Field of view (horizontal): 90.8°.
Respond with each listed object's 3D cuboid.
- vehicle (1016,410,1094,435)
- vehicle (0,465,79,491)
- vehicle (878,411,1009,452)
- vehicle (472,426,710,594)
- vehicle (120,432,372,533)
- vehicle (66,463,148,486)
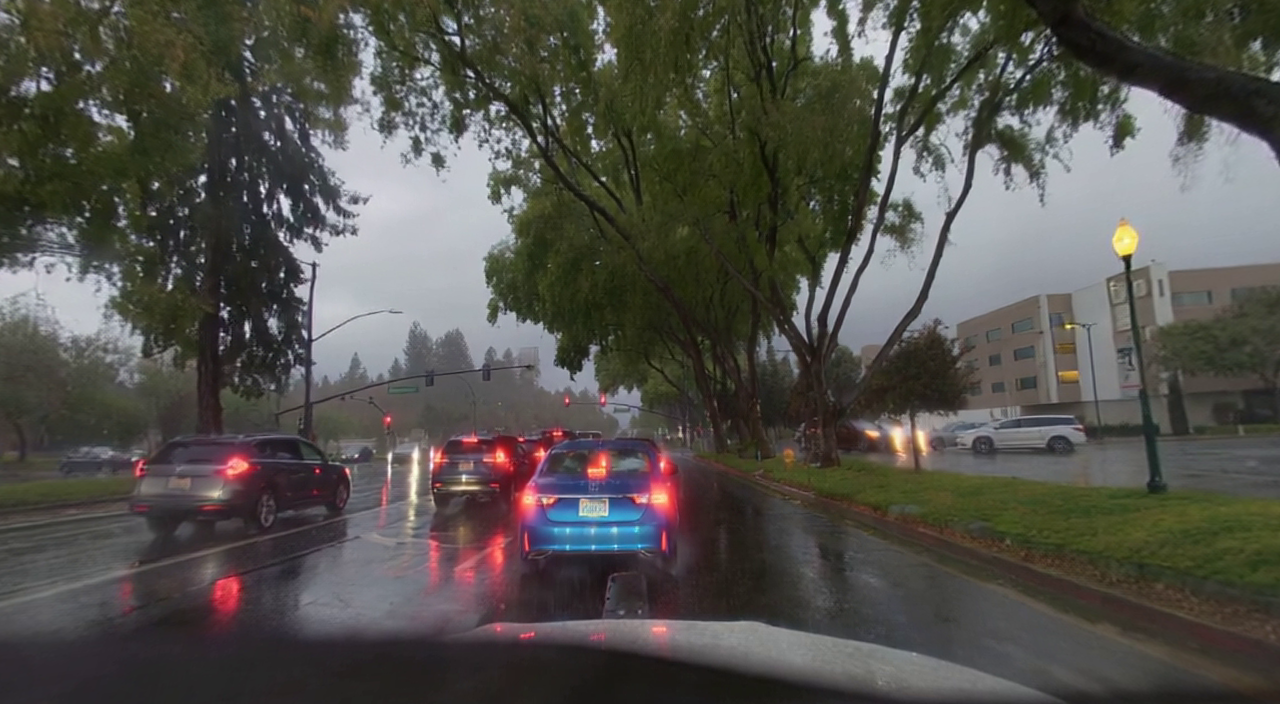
[{"bbox_3d":[30.371,5.231,46.401,4.627,1.671,1.929,-5,-10,30],"label":"vehicle"},{"bbox_3d":[-36.652,7.546,37.971,4.093,1.440,1.804,0,-9,-1],"label":"vehicle"},{"bbox_3d":[13.934,3.700,29.231,4.975,1.809,1.956,0,-9,1],"label":"vehicle"},{"bbox_3d":[-0.419,1.706,7.647,2.104,1.472,3.946,0,-9,0],"label":"vehicle"},{"bbox_3d":[-7.264,2.427,12.353,2.096,1.593,4.288,0,-9,1],"label":"vehicle"},{"bbox_3d":[-36.476,8.370,43.288,3.918,1.423,1.861,-1,-9,2],"label":"vehicle"}]
